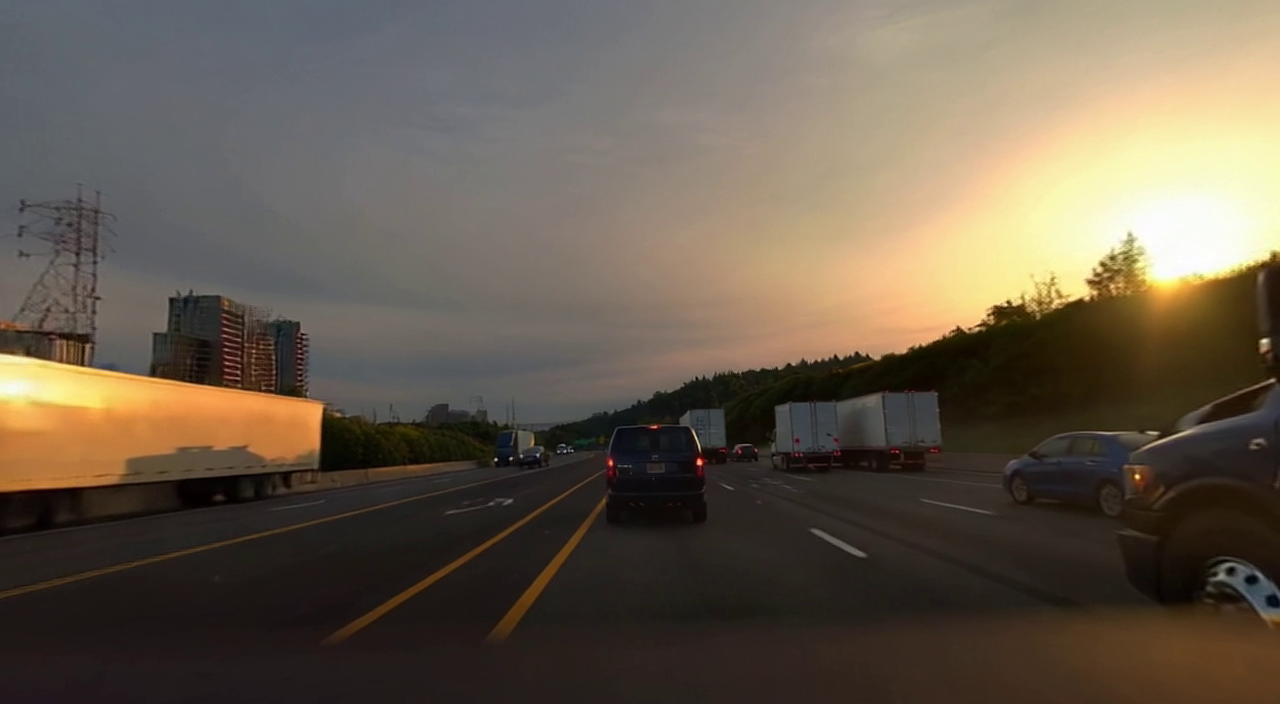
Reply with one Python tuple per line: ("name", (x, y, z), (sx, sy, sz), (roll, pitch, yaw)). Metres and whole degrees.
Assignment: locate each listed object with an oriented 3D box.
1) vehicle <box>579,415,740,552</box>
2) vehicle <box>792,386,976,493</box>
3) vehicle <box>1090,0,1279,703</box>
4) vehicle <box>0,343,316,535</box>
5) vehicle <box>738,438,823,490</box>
("vehicle", (0.284, 1.881, 9.459), (1.965, 1.664, 3.428), (-1, -9, 2))
("vehicle", (8.591, 3.415, 24.072), (2.799, 3.188, 10.578), (0, -9, 0))
("vehicle", (4.266, -0.311, 0.662), (2.987, 3.877, 5.881), (0, -9, 0))
("vehicle", (-15.751, 2.752, 19.202), (2.915, 4.264, 16.308), (0, -9, 0))
("vehicle", (4.477, 3.615, 20.533), (1.859, 1.512, 3.711), (0, -9, 0))
